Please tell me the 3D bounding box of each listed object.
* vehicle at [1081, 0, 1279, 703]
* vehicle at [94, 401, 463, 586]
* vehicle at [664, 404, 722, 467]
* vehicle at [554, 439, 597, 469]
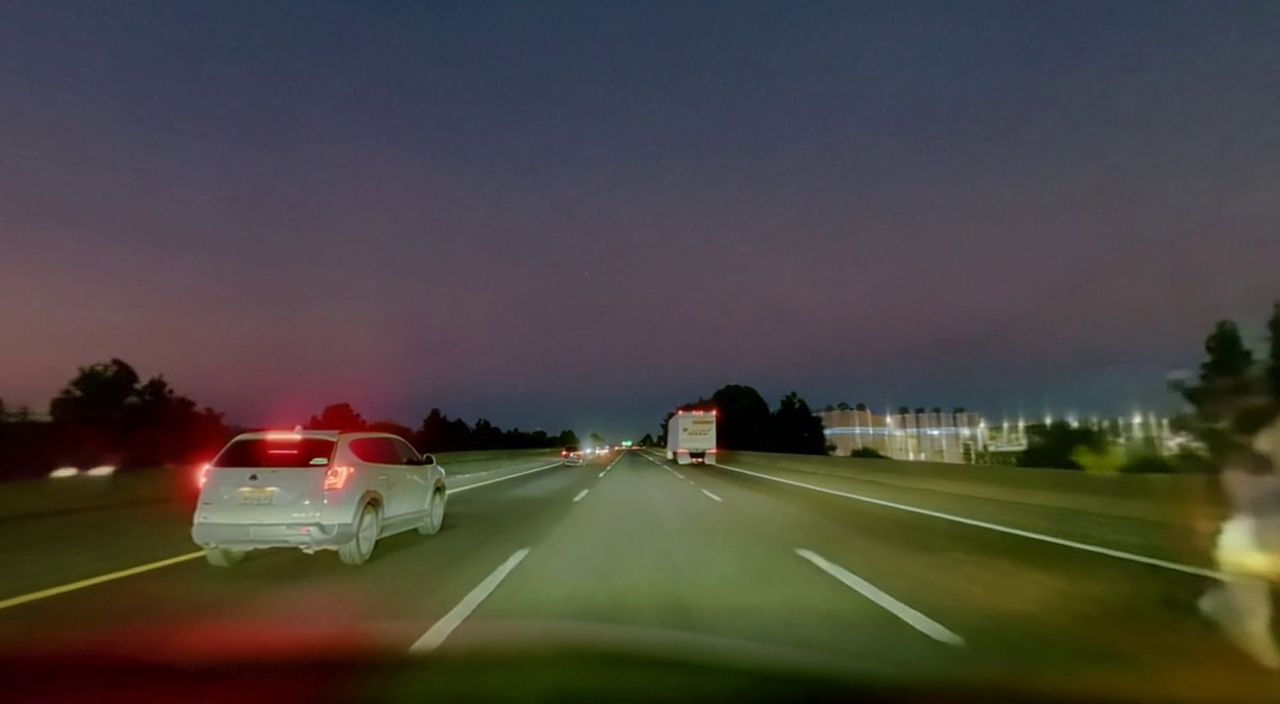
[{"bbox_3d":[4.280,-0.479,0.585,3.030,3.918,6.108,0,-9,0],"label":"vehicle"},{"bbox_3d":[-4.155,1.723,8.452,2.202,1.760,4.617,0,-9,0],"label":"vehicle"},{"bbox_3d":[3.895,6.756,49.861,2.998,4.236,13.886,0,-9,-2],"label":"vehicle"},{"bbox_3d":[-3.862,6.201,38.332,2.139,1.716,4.530,0,-9,0],"label":"vehicle"}]
